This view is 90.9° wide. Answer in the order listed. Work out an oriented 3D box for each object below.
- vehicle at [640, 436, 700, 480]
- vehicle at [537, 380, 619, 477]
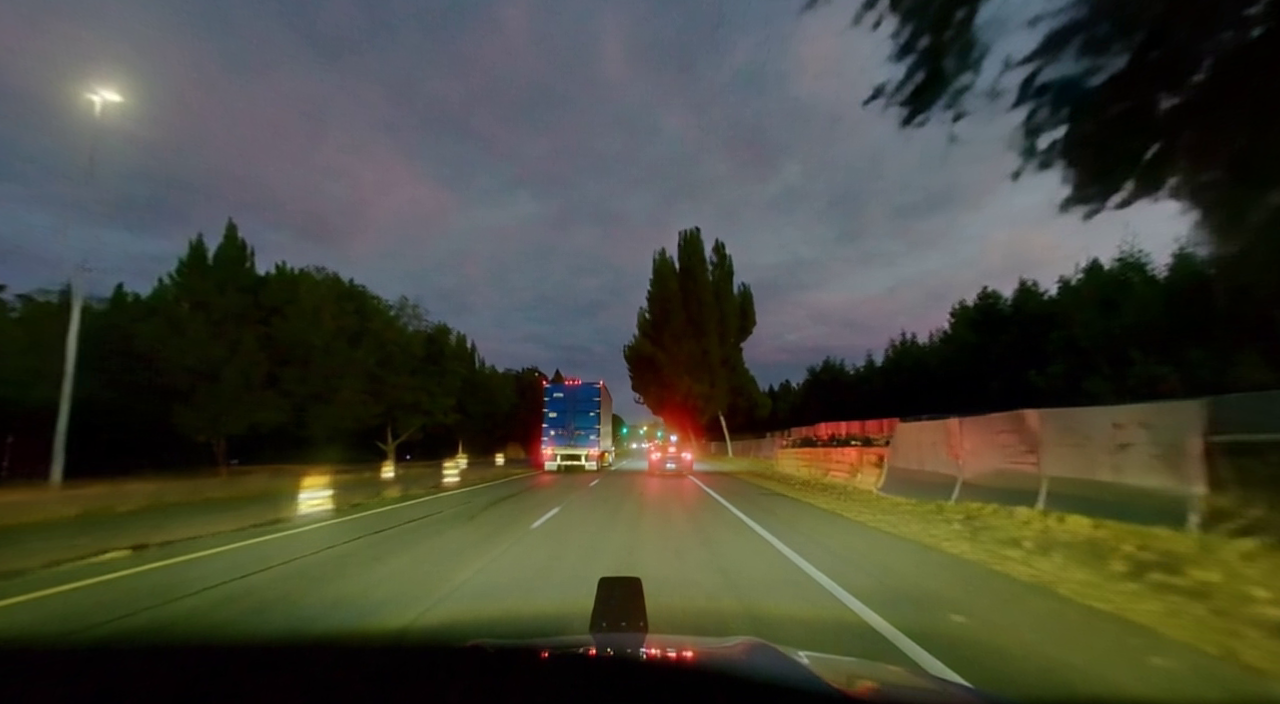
[{"bbox_3d":[1.181,4.414,26.626,2.304,1.675,4.462,0,-8,0],"label":"vehicle"},{"bbox_3d":[-2.902,4.376,34.781,2.906,4.115,15.715,0,-8,0],"label":"vehicle"}]
